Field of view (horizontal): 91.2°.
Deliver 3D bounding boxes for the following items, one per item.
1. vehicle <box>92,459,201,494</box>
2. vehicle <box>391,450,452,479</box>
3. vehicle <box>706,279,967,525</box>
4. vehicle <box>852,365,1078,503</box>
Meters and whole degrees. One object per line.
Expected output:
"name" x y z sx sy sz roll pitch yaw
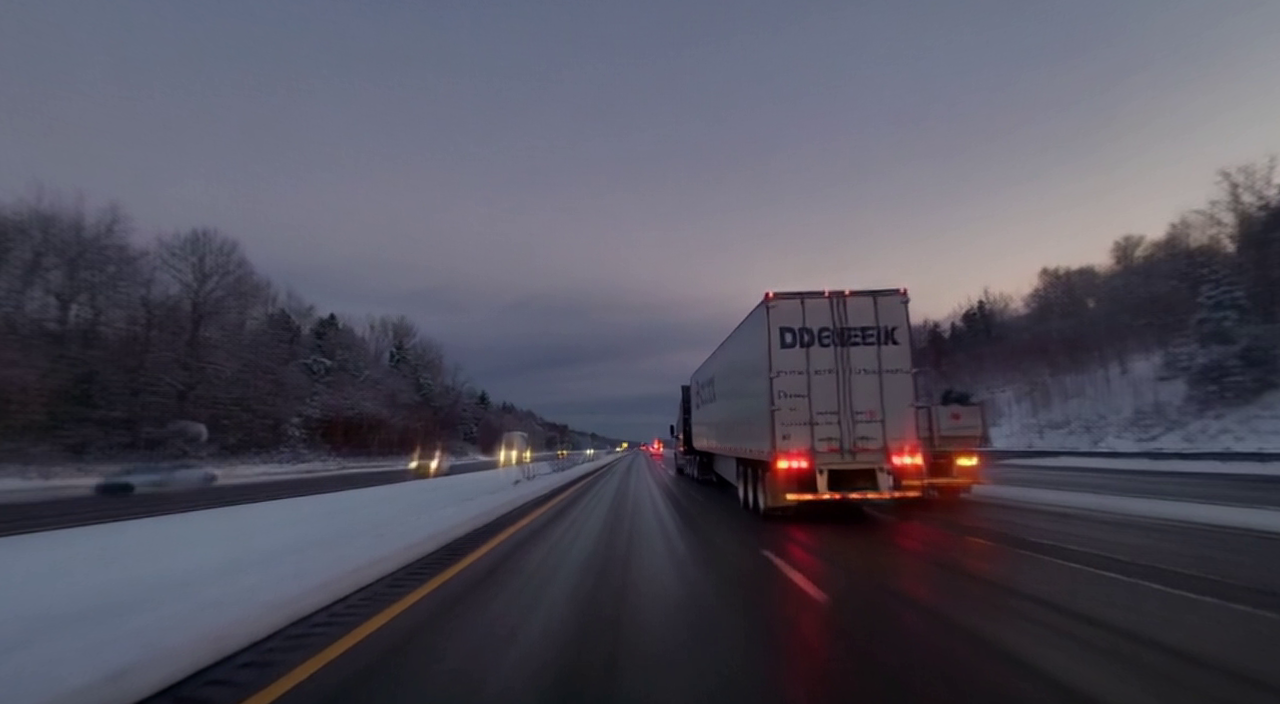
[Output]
"vehicle" -25.047 6.295 32.042 1.889 1.541 4.400 -1 -9 2
"vehicle" -12.979 6.678 37.472 2.075 1.574 4.138 0 -9 1
"vehicle" 3.661 1.490 14.987 3.025 4.010 9.542 0 -9 0
"vehicle" 11.409 3.175 23.882 2.946 4.031 10.368 -1 -8 0
